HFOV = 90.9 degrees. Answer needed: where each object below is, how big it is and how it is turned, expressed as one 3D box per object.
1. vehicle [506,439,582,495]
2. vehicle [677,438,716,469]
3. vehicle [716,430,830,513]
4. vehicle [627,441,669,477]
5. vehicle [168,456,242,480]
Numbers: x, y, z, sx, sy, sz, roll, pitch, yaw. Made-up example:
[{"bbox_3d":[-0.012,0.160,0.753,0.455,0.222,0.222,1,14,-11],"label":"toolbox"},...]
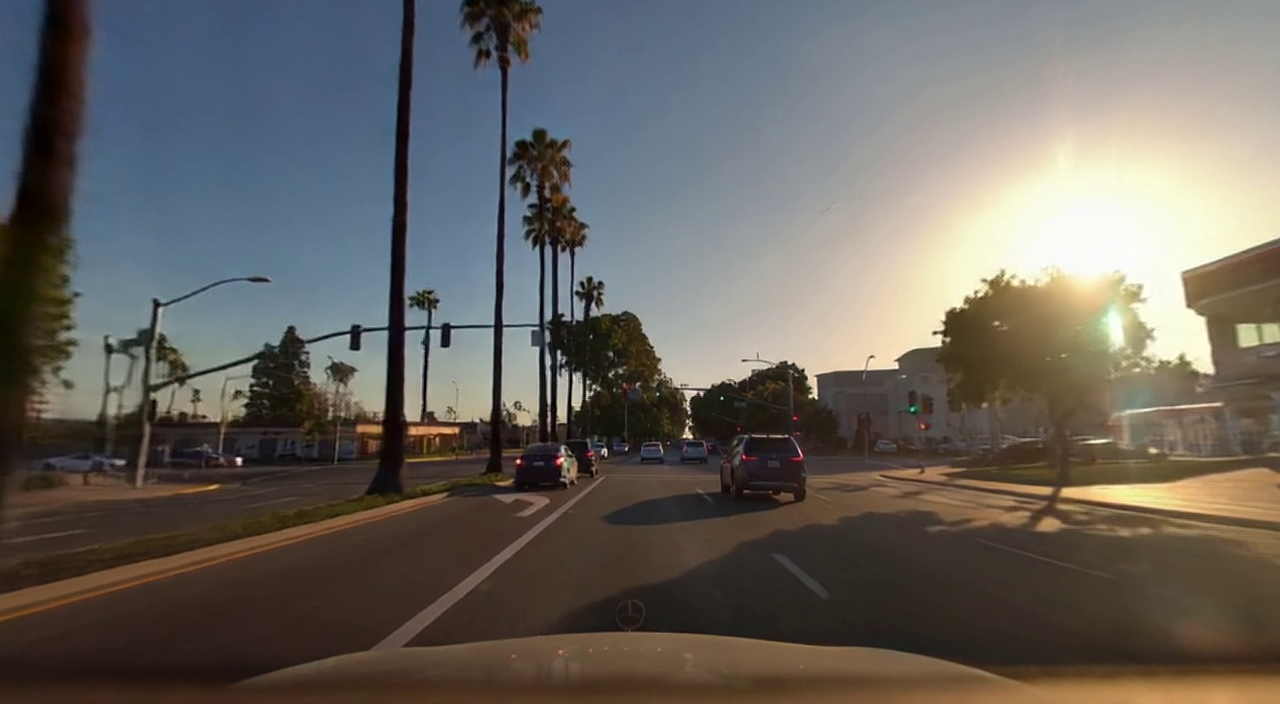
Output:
[{"bbox_3d":[-3.023,3.697,20.713,1.788,1.600,4.298,0,-8,1],"label":"vehicle"},{"bbox_3d":[3.764,6.879,42.796,2.154,1.975,4.634,0,-8,0],"label":"vehicle"},{"bbox_3d":[3.076,2.835,15.427,1.872,1.752,3.896,0,-8,-1],"label":"vehicle"},{"bbox_3d":[0.398,5.353,31.815,1.991,1.664,3.814,0,-8,0],"label":"vehicle"},{"bbox_3d":[-31.269,8.323,45.369,3.811,1.628,1.920,0,-8,2],"label":"vehicle"}]
